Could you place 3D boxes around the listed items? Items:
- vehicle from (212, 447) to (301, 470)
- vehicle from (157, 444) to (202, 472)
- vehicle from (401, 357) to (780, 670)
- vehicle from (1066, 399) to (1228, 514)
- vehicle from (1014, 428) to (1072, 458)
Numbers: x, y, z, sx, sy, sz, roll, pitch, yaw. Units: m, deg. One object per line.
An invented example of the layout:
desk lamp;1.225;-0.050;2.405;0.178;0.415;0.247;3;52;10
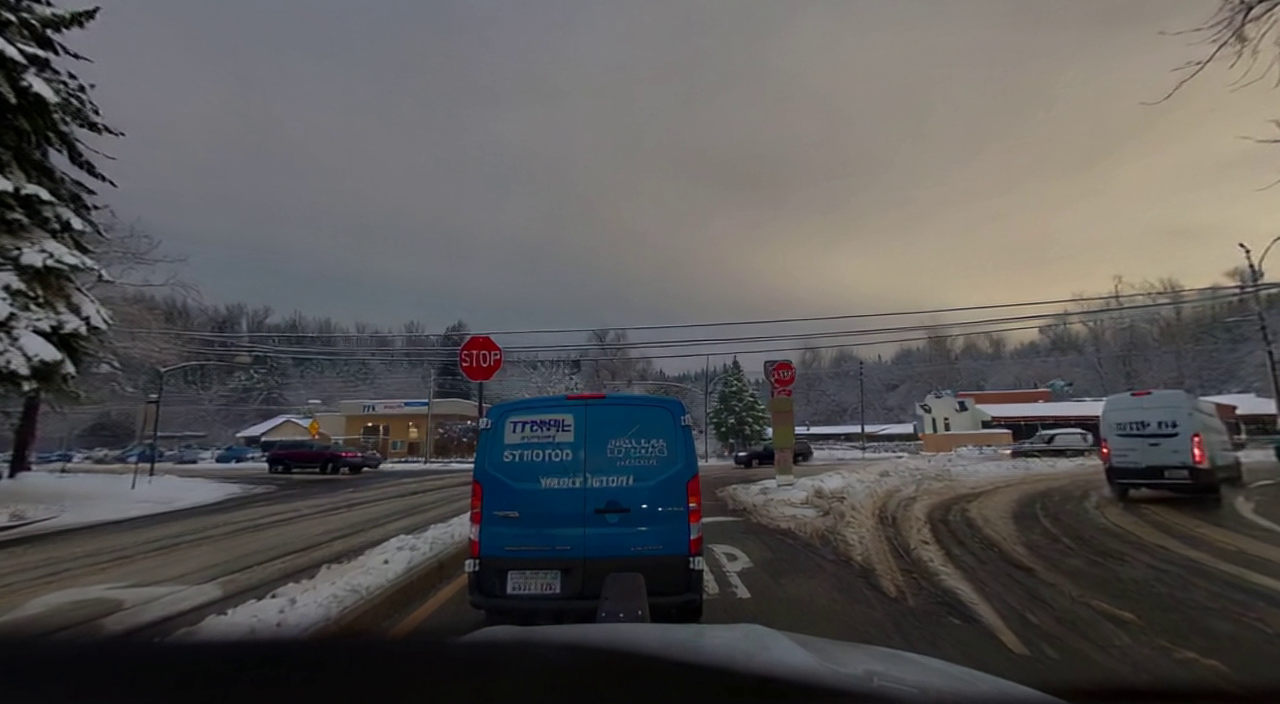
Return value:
vehicle;-25.926;7.187;42.858;4.670;1.472;1.851;1;-9;-9
vehicle;-29.797;6.846;40.984;1.913;1.682;4.120;5;-10;-31
vehicle;-0.198;1.285;6.089;2.237;1.828;4.546;0;-9;3
vehicle;11.995;2.435;15.072;2.385;2.196;5.640;-7;-11;38
vehicle;26.337;5.945;41.164;2.079;1.797;5.345;-8;-12;42
